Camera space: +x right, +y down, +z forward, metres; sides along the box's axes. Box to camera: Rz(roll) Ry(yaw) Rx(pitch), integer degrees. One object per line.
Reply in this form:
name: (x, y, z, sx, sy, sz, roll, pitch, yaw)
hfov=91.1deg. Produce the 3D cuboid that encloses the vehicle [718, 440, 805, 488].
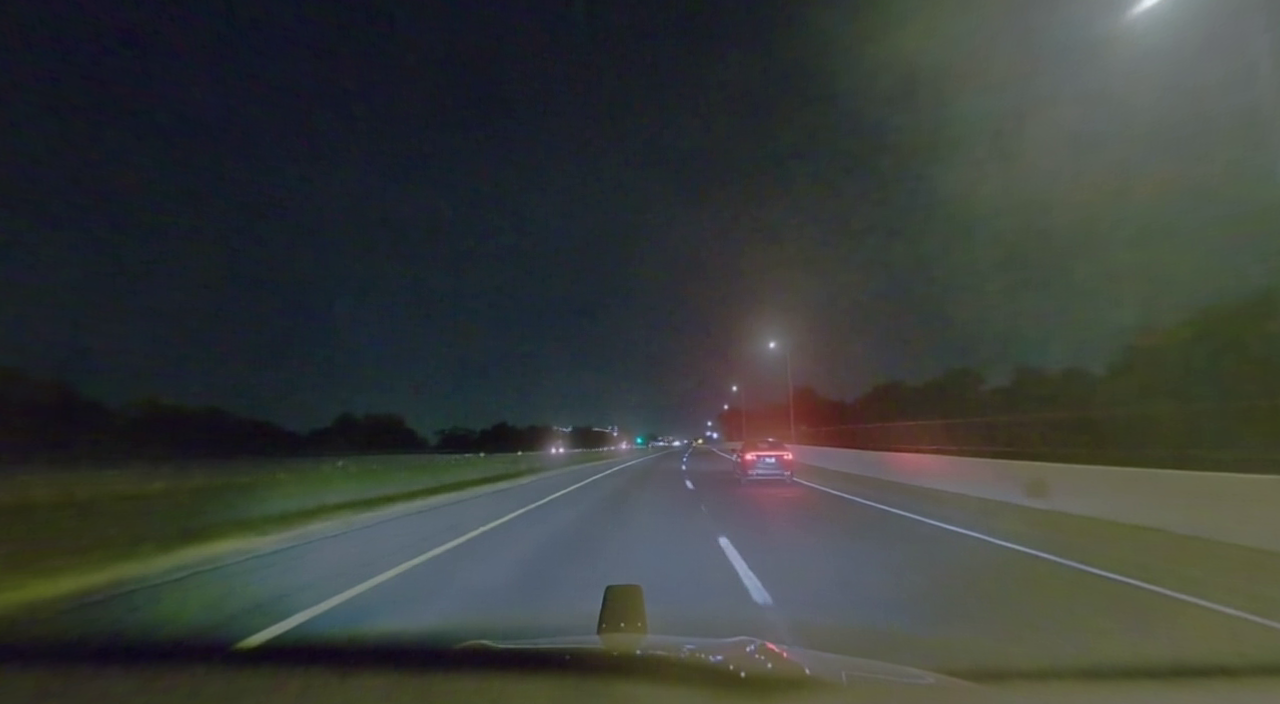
vehicle: (3.904, 3.671, 20.916, 2.124, 1.405, 4.398, 0, -8, 1)
